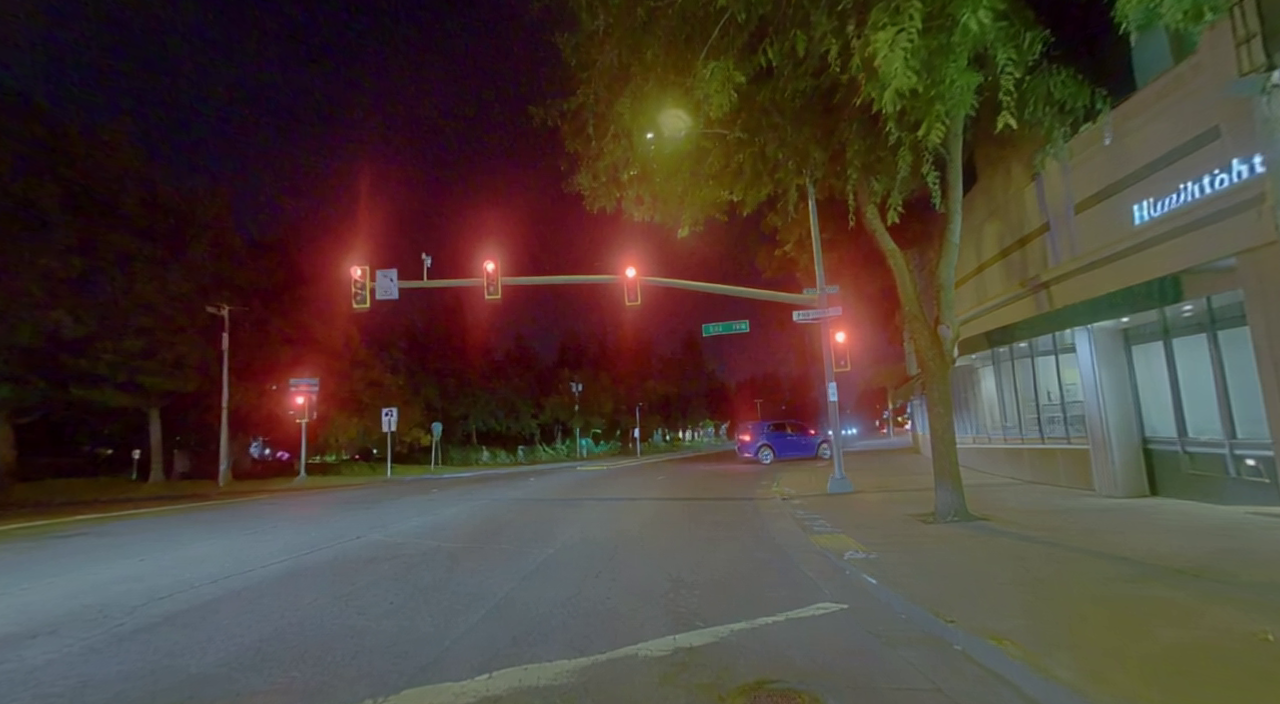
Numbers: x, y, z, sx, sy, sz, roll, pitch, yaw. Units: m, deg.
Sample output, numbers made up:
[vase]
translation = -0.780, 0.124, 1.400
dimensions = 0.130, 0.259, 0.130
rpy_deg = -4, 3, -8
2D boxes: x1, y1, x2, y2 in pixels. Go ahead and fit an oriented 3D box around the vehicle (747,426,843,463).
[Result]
[vehicle]
translation = 8.425, 4.975, 34.009
dimensions = 5.519, 1.842, 2.100
rpy_deg = 7, -11, -40
